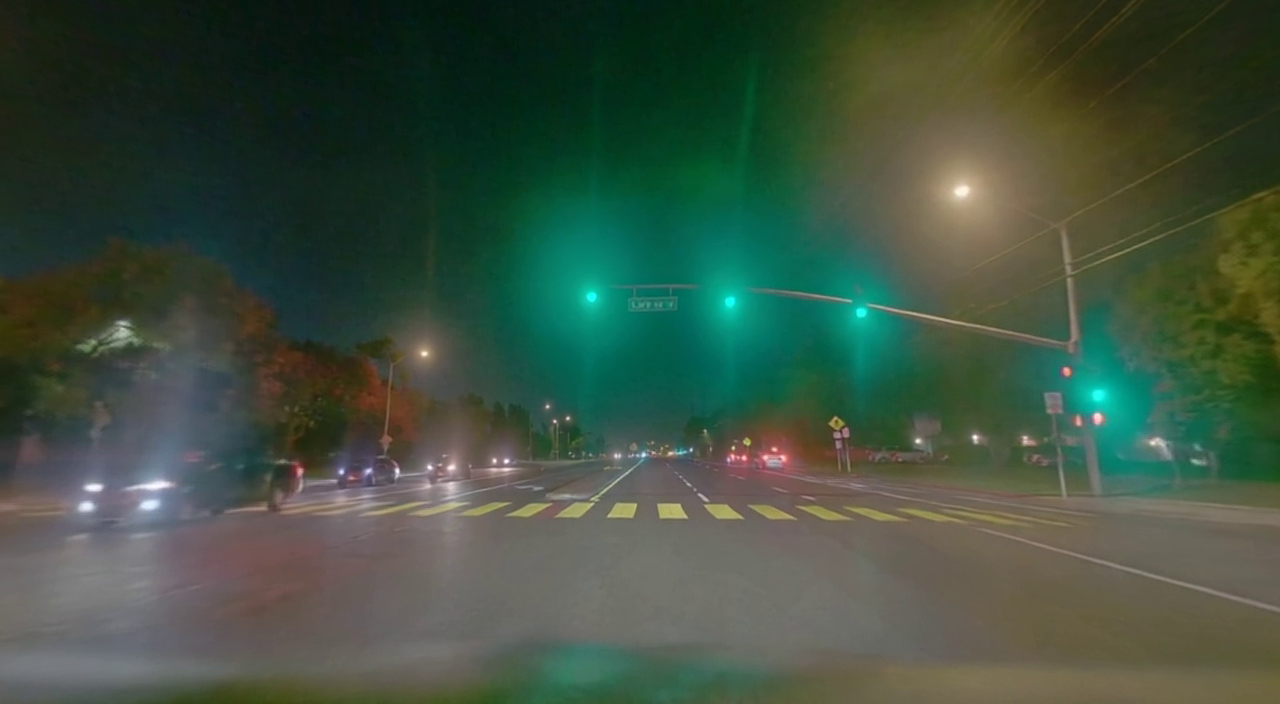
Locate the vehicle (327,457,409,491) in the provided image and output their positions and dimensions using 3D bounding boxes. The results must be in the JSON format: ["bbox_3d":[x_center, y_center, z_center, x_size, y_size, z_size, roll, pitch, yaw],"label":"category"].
[{"bbox_3d":[-13.454,6.018,31.528,1.909,1.449,4.775,-1,-8,1],"label":"vehicle"}]

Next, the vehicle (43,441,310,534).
[{"bbox_3d":[-10.689,3.113,15.312,2.249,1.825,5.378,-1,-8,2],"label":"vehicle"}]

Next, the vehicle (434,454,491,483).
[{"bbox_3d":[-10.110,6.645,36.268,1.899,1.464,4.418,-1,-8,2],"label":"vehicle"}]
